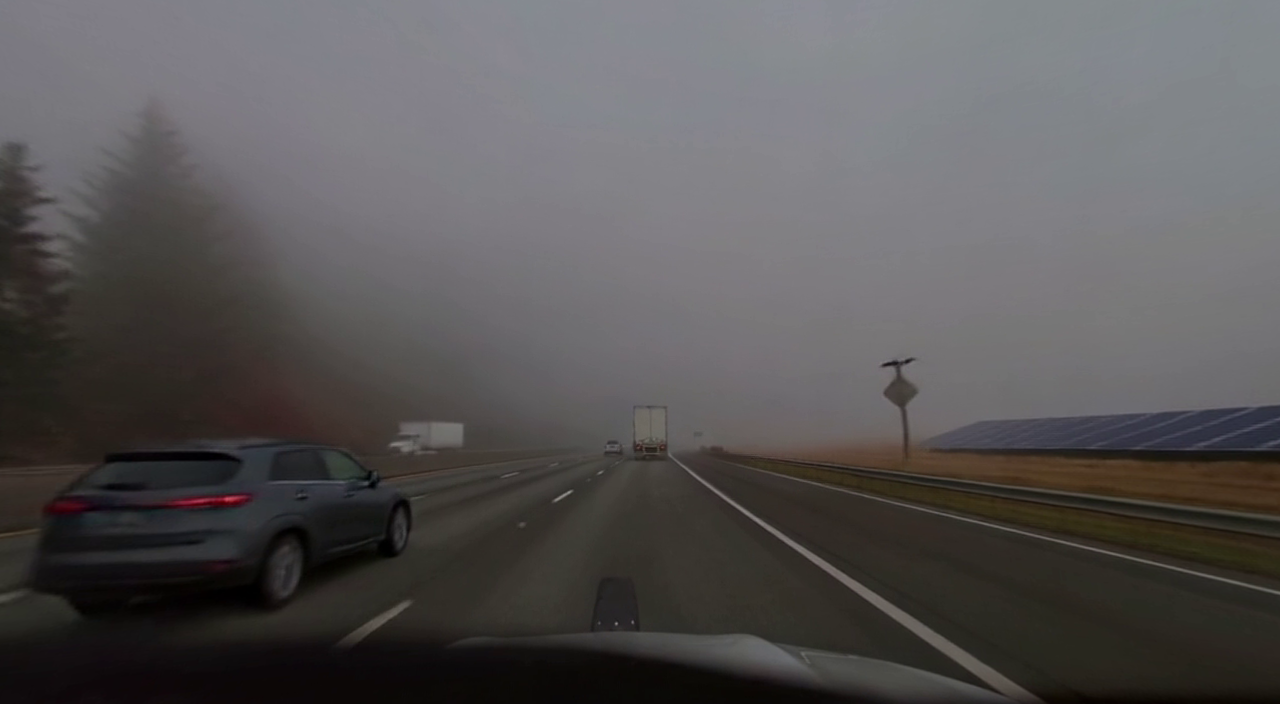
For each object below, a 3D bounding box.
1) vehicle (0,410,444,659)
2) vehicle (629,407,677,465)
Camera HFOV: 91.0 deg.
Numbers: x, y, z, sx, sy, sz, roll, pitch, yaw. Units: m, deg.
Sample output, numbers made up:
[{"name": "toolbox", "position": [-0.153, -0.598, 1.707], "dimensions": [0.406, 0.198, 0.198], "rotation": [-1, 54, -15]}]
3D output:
[{"name": "vehicle", "position": [-3.668, 1.490, 6.258], "dimensions": [2.066, 1.581, 4.268], "rotation": [0, -8, 0]}, {"name": "vehicle", "position": [0.850, 5.972, 44.419], "dimensions": [2.967, 3.633, 10.015], "rotation": [0, -8, 0]}]
